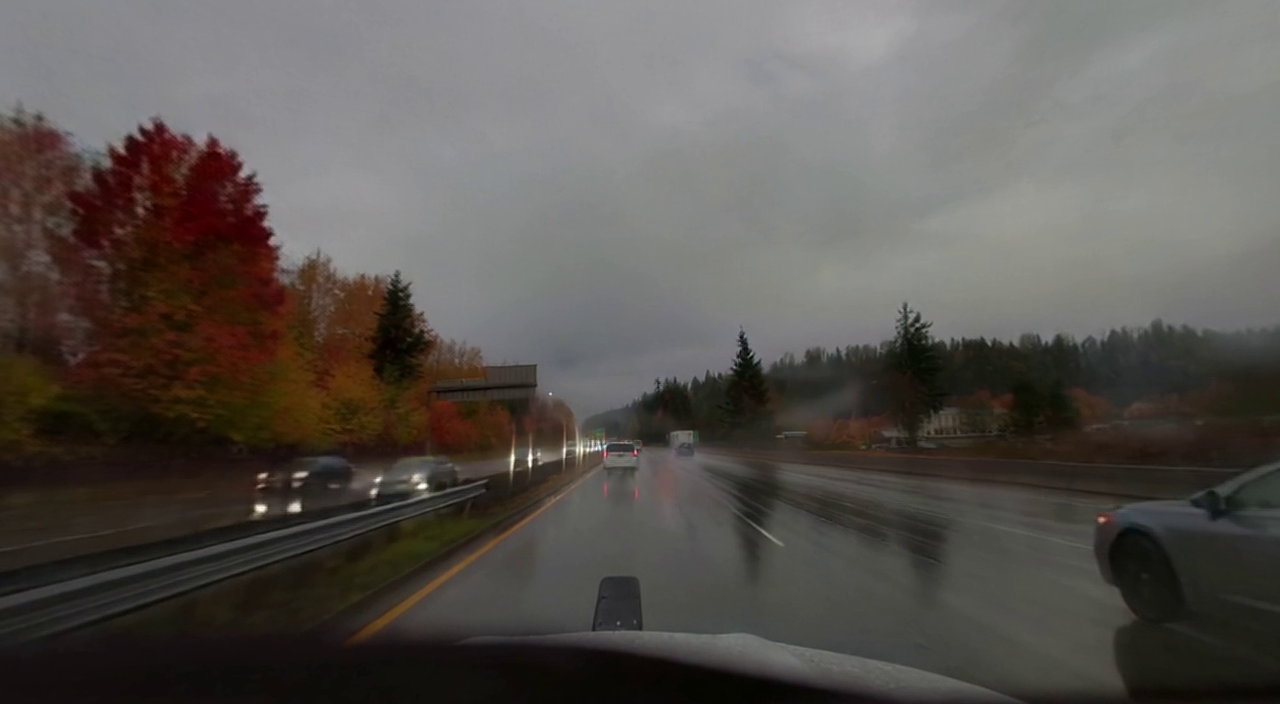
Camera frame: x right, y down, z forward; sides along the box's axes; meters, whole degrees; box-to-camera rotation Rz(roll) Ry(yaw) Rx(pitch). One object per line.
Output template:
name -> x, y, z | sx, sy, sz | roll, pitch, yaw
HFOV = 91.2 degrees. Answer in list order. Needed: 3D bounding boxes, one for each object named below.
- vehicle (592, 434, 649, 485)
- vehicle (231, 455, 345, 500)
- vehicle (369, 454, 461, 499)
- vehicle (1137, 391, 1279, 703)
vehicle -> -0.664, 3.965, 23.340 | 1.937, 1.699, 3.936 | 0, -9, 0
vehicle -> -13.716, 4.867, 24.778 | 1.940, 1.529, 4.496 | 0, -9, 0
vehicle -> -8.579, 4.767, 24.374 | 1.950, 1.479, 4.517 | 0, -9, 0
vehicle -> 3.939, 0.720, 1.507 | 1.843, 1.505, 4.339 | 0, -9, -1
